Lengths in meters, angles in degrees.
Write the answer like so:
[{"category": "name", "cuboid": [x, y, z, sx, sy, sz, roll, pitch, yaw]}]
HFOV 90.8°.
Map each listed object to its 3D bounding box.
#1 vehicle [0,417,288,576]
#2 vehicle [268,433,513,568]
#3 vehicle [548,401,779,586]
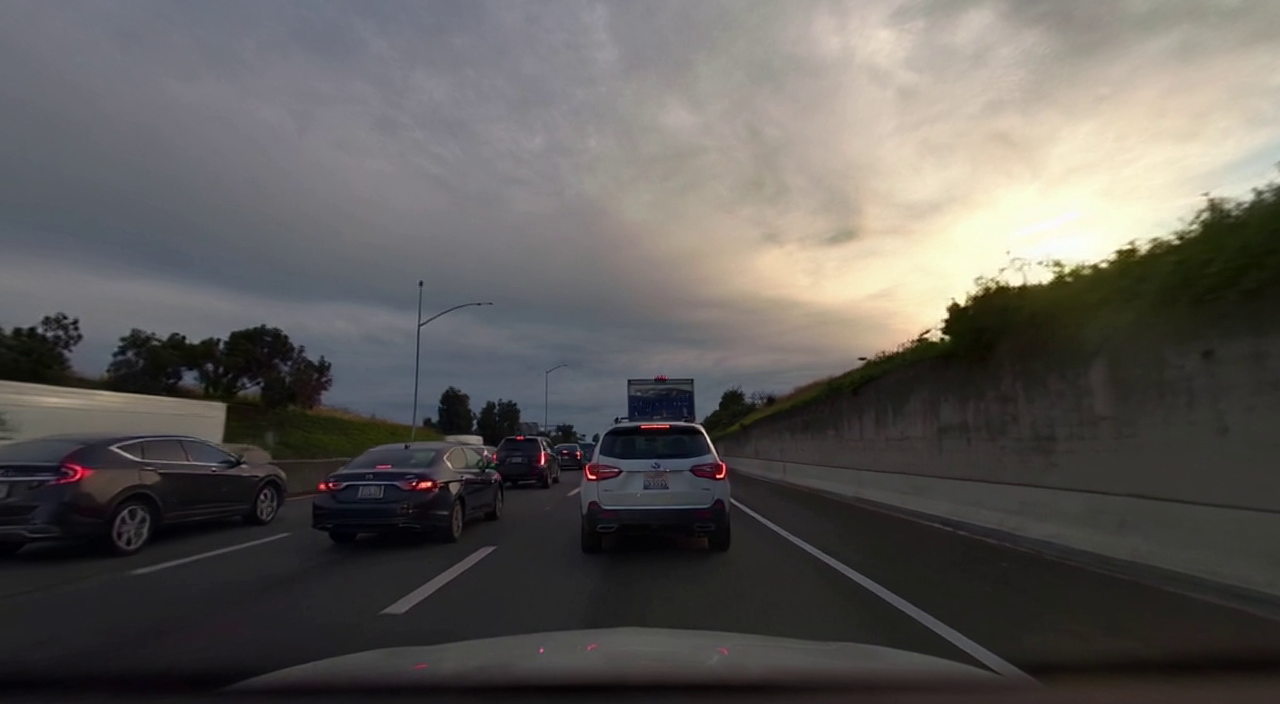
[{"category": "vehicle", "cuboid": [-7.467, 1.929, 9.187, 1.986, 1.700, 4.558, 0, -9, 1]}, {"category": "vehicle", "cuboid": [-3.243, 2.005, 9.203, 1.917, 1.506, 3.949, 0, -9, 1]}, {"category": "vehicle", "cuboid": [0.185, 1.772, 8.806, 2.210, 1.760, 5.303, 0, -9, -1]}]
